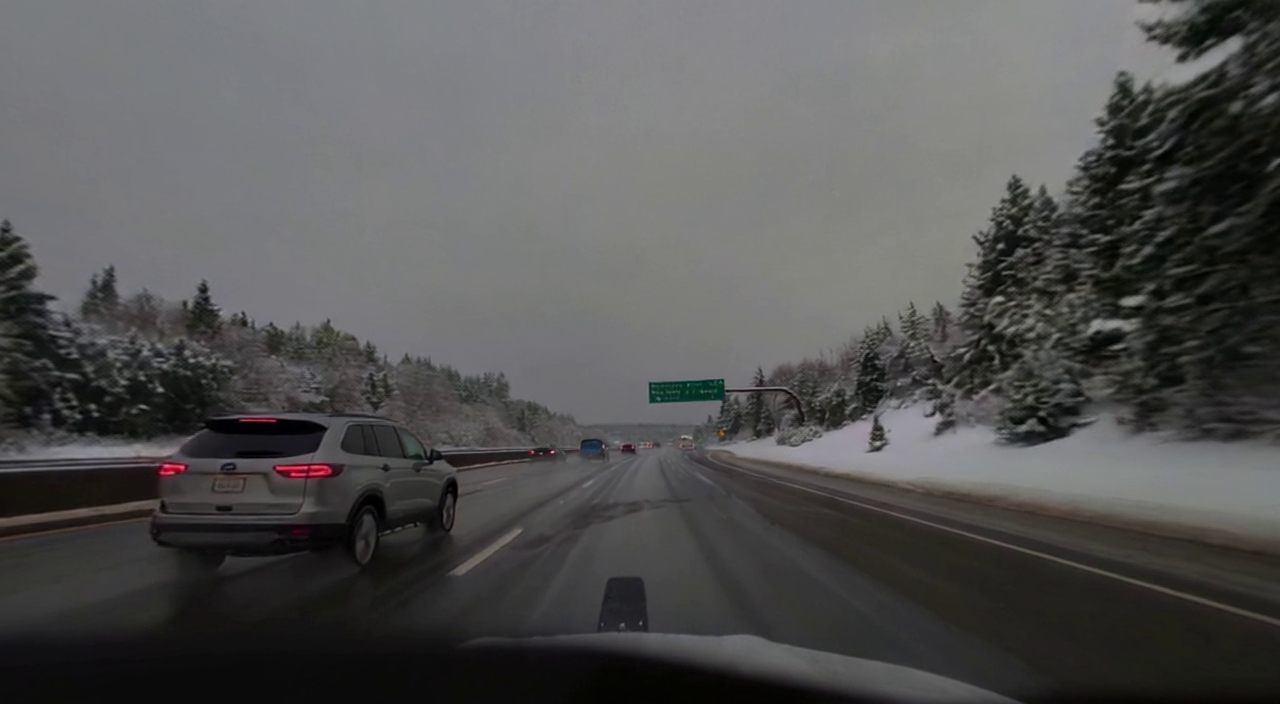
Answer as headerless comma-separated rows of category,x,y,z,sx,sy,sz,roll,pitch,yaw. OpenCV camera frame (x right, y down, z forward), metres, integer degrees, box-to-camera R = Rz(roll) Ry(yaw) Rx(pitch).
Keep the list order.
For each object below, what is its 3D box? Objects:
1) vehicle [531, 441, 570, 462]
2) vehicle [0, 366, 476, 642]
vehicle,-6.780,7.563,48.232,2.145,1.512,4.404,0,-8,2
vehicle,-3.570,1.370,6.713,2.218,1.848,4.789,0,-9,2
